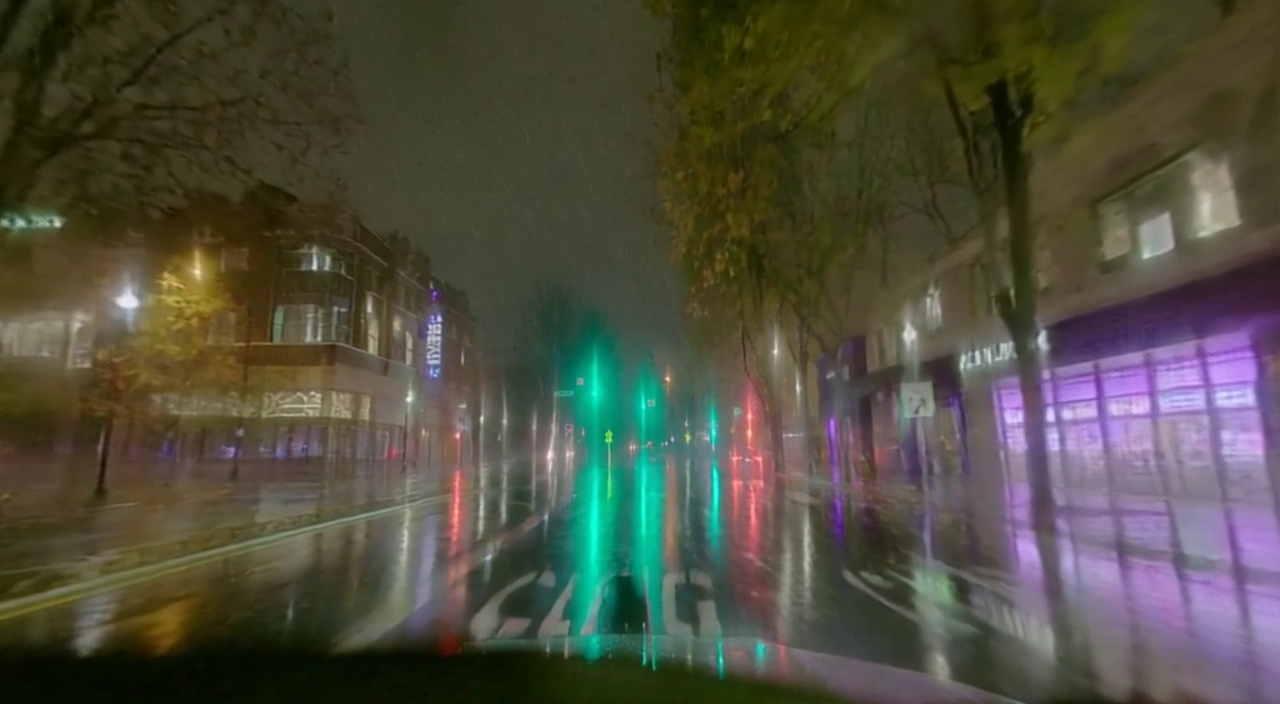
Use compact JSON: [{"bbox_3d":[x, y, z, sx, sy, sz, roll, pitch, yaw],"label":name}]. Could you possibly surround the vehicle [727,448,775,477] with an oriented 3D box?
[{"bbox_3d":[6.309,6.316,36.255,1.906,1.523,4.336,0,-9,-1],"label":"vehicle"}]
